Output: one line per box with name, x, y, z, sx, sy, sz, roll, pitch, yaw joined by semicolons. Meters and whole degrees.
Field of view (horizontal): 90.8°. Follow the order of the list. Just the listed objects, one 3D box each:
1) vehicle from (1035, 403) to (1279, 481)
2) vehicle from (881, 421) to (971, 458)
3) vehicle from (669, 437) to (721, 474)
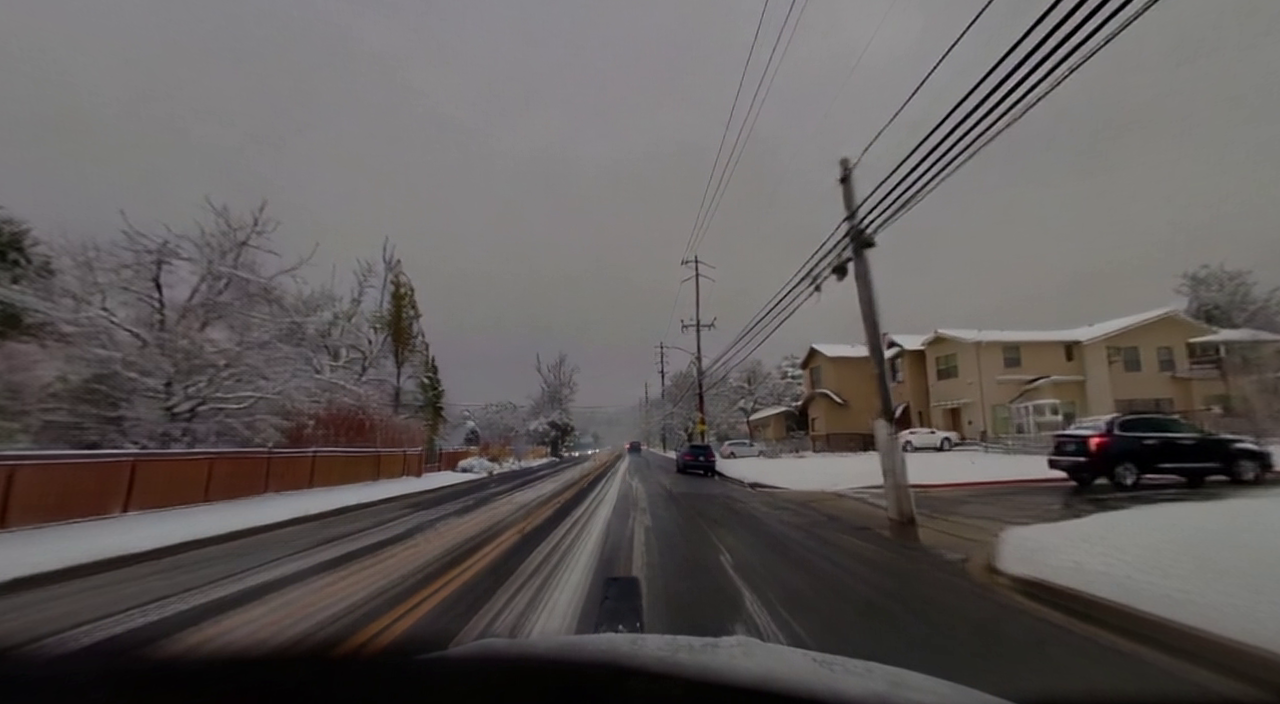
vehicle;12.701;2.198;15.375;4.701;1.745;2.083;-1;-9;3
vehicle;17.860;5.486;39.627;4.457;1.780;2.170;-5;-8;-1
vehicle;2.696;5.221;31.937;2.108;1.710;4.499;0;-9;-1
